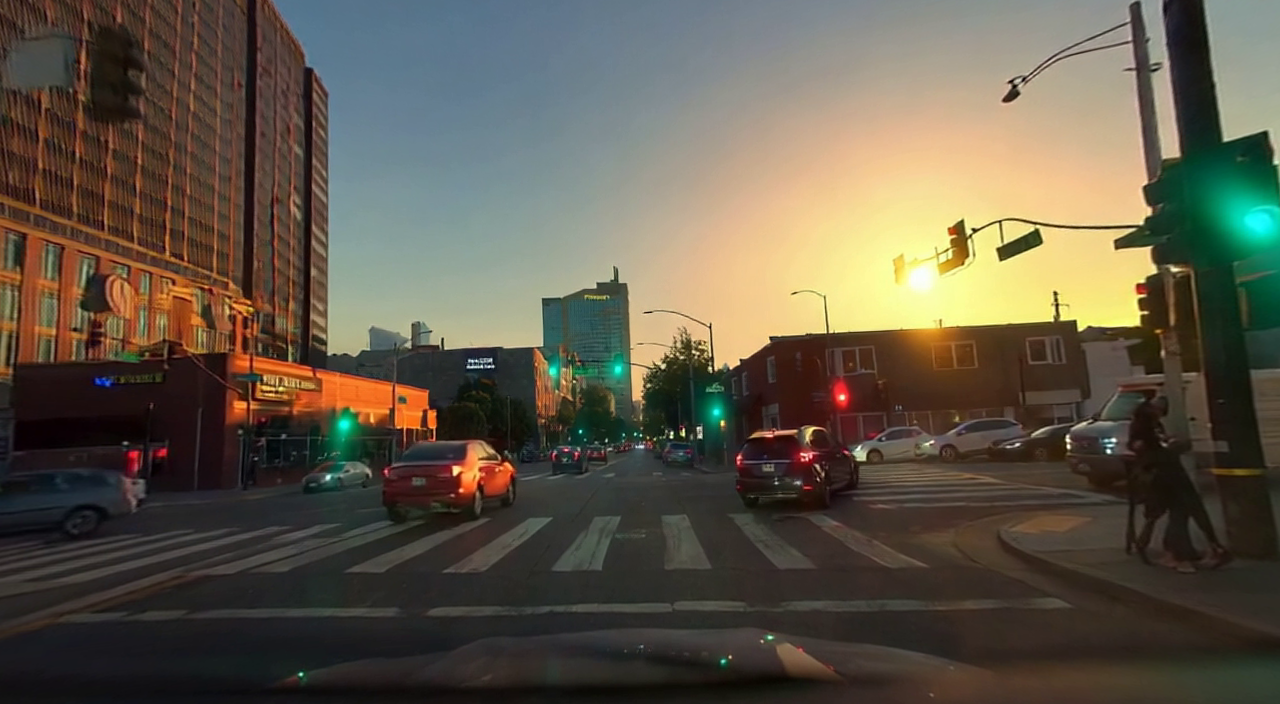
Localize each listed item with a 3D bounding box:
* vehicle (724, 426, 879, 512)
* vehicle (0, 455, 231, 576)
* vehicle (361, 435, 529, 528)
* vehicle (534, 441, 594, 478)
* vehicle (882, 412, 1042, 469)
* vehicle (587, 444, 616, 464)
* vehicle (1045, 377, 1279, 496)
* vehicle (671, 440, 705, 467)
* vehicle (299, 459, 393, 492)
[{"bbox_3d":[3.627,2.405,13.488,2.153,1.480,4.540,-4,-9,28],"label":"vehicle"},{"bbox_3d":[-9.191,2.470,10.326,1.922,1.457,4.494,0,-8,0],"label":"vehicle"},{"bbox_3d":[-3.488,2.371,12.105,1.973,1.496,3.713,0,-8,1],"label":"vehicle"},{"bbox_3d":[-3.257,4.686,27.879,1.916,1.487,4.535,0,-8,2],"label":"vehicle"},{"bbox_3d":[12.633,3.505,25.015,5.004,1.771,2.159,-4,-8,1],"label":"vehicle"},{"bbox_3d":[-2.983,7.986,49.553,1.888,1.489,3.863,0,-8,1],"label":"vehicle"},{"bbox_3d":[11.928,1.745,12.969,5.523,2.219,2.251,0,-8,1],"label":"vehicle"},{"bbox_3d":[3.242,7.014,43.618,1.924,1.765,3.954,0,-8,-2],"label":"vehicle"},{"bbox_3d":[-15.320,6.423,33.184,1.999,1.466,4.535,-2,-9,14],"label":"vehicle"}]
